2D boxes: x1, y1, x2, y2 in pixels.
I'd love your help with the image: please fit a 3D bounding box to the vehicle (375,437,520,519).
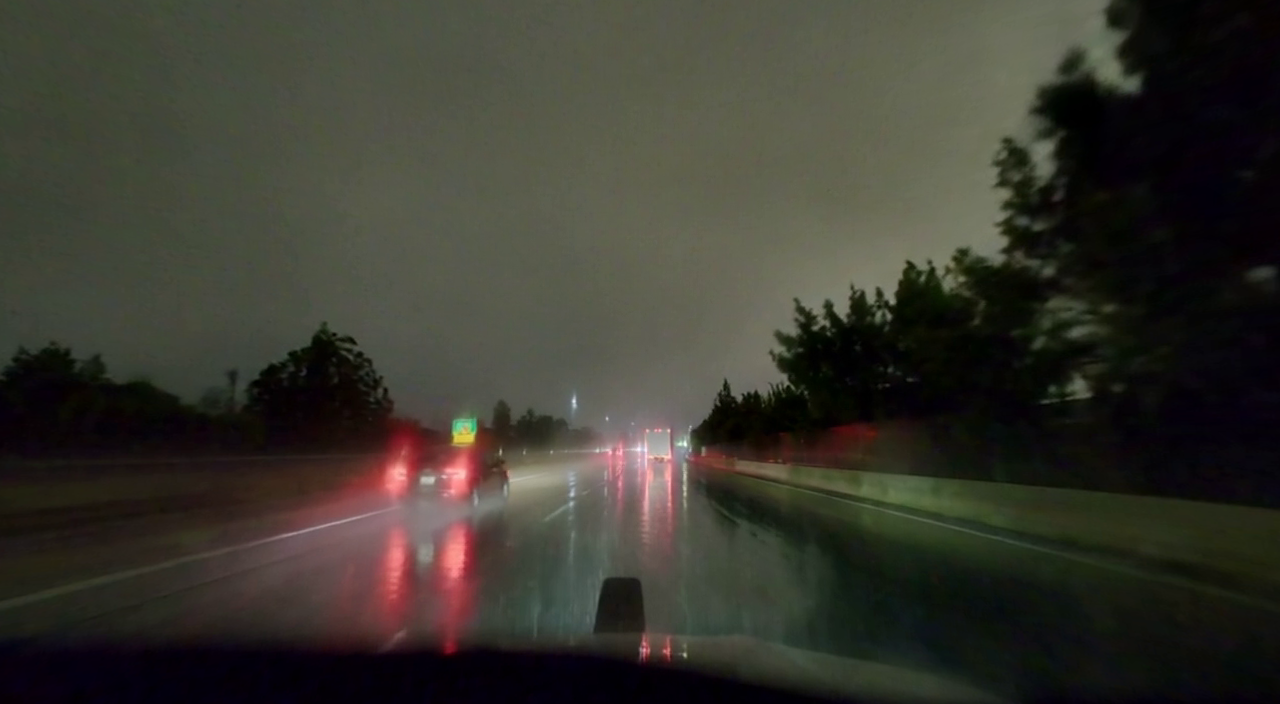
[{"bbox_3d":[-4.164,2.787,14.454,2.035,1.595,4.022,0,-9,0],"label":"vehicle"}]
